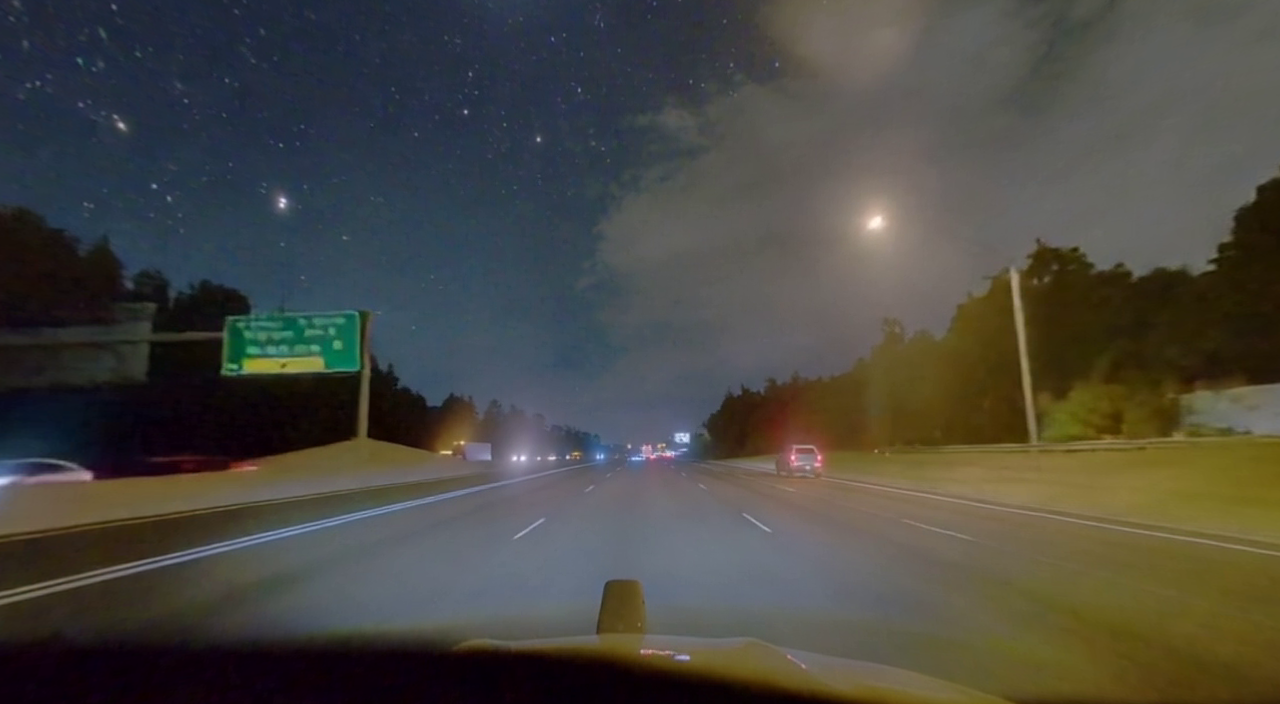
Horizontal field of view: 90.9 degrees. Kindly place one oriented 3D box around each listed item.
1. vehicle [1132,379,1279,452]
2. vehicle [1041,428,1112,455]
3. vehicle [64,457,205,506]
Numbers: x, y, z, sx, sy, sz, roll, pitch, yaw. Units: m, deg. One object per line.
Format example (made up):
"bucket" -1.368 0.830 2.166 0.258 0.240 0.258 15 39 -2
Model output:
"vehicle" 37.196 3.913 37.587 2.876 4.046 13.881 1 -9 -8
"vehicle" 31.297 6.462 45.305 2.038 1.823 3.744 1 -9 -9
"vehicle" -16.562 4.231 20.905 1.639 1.433 3.624 0 -9 0
